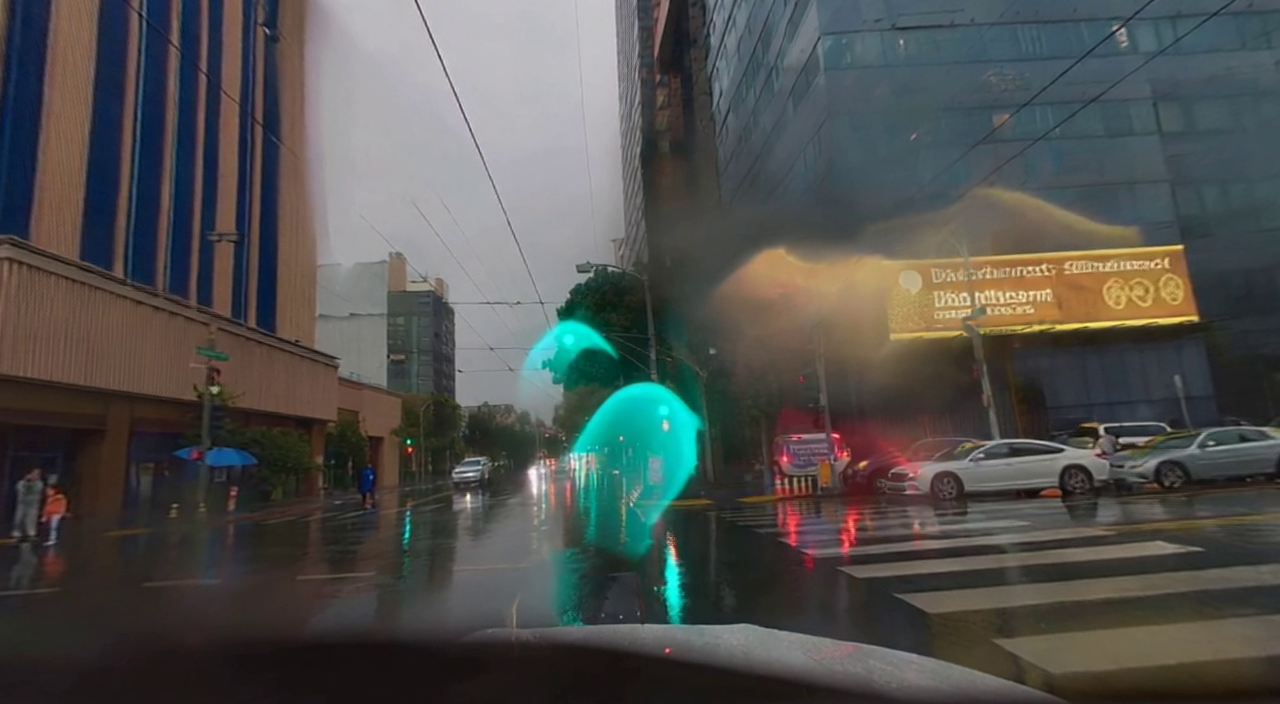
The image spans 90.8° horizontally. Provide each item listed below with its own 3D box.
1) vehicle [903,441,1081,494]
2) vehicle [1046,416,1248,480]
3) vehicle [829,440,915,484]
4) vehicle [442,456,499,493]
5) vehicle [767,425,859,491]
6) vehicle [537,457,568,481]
[{"bbox_3d":[10.958,3.586,19.844,4.697,1.510,1.596,0,-9,-6],"label":"vehicle"},{"bbox_3d":[16.311,3.119,20.494,4.944,1.946,1.952,1,-8,-4],"label":"vehicle"},{"bbox_3d":[9.459,4.548,26.123,1.856,1.627,4.098,1,-10,-2],"label":"vehicle"},{"bbox_3d":[-9.306,6.718,35.075,2.121,1.792,4.510,0,-9,-3],"label":"vehicle"},{"bbox_3d":[6.898,4.225,25.817,2.316,2.425,4.466,1,-7,-3],"label":"vehicle"},{"bbox_3d":[-5.935,7.990,43.315,1.797,1.490,4.549,0,-9,-4],"label":"vehicle"}]
